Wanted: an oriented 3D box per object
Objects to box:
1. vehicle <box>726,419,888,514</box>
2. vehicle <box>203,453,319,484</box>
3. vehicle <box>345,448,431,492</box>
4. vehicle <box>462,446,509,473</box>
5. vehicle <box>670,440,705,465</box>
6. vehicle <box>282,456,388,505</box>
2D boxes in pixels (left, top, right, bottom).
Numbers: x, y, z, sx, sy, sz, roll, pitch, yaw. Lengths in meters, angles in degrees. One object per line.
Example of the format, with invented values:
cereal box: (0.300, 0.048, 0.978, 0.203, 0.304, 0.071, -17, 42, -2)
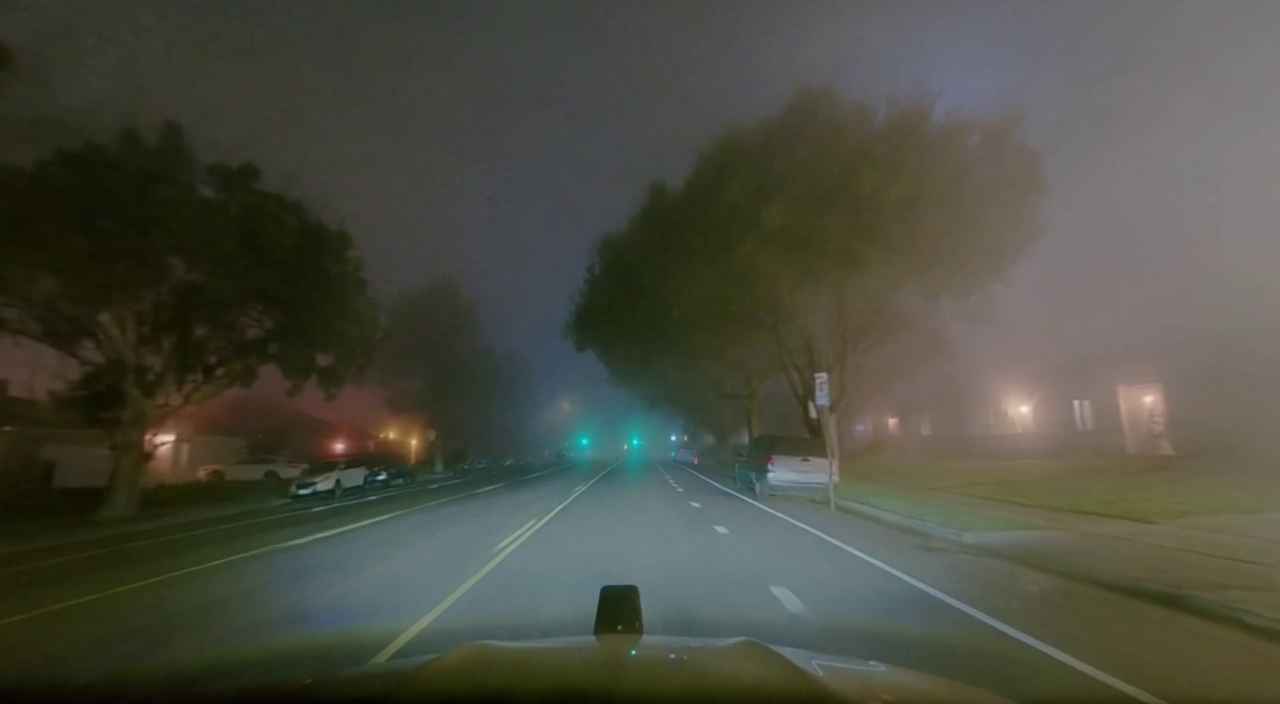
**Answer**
vehicle: (3.837, 2.793, 15.981, 2.319, 1.938, 5.961, 0, -9, -2)
vehicle: (-19.387, 5.956, 32.480, 4.569, 1.498, 2.072, 0, -9, 0)
vehicle: (-11.108, 5.188, 28.267, 1.981, 1.790, 4.682, 0, -9, -2)
vehicle: (-11.190, 7.791, 46.064, 2.293, 1.836, 4.586, 0, -8, -1)
vehicle: (3.585, 7.726, 48.822, 2.176, 1.793, 5.534, 0, -9, -1)
vehicle: (-11.090, 4.657, 23.380, 1.815, 1.532, 4.517, 0, -9, -2)
